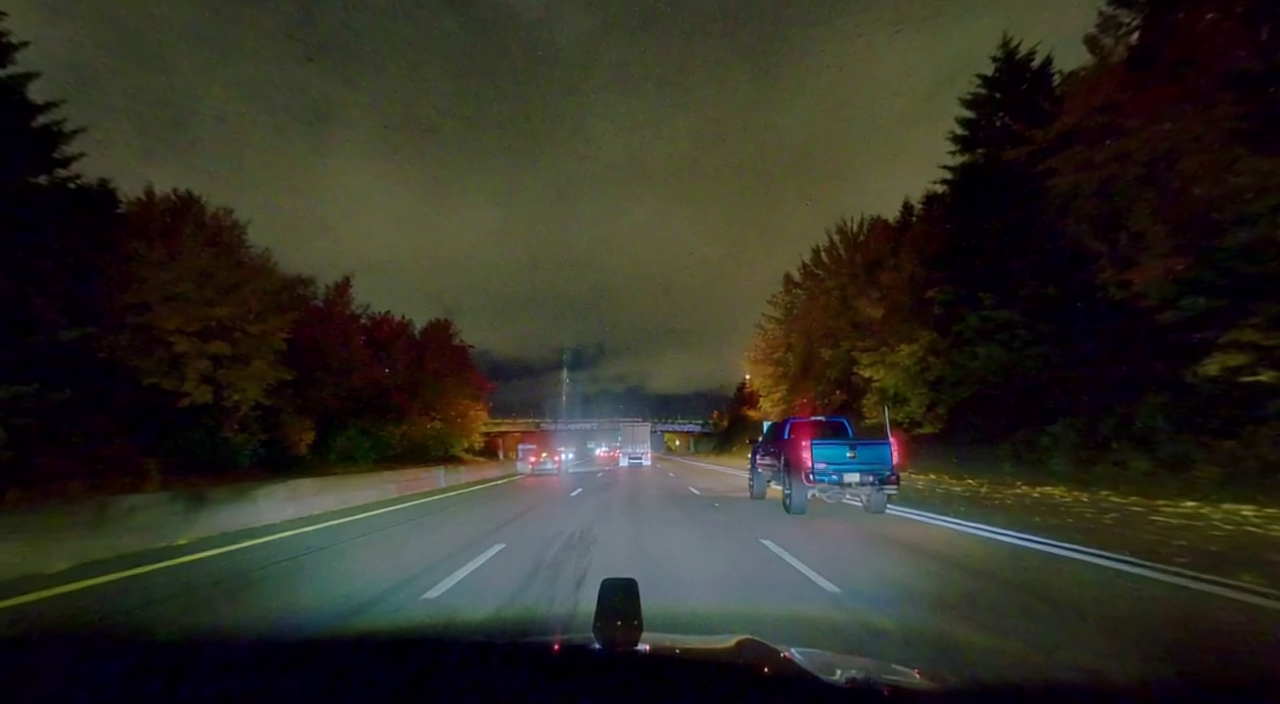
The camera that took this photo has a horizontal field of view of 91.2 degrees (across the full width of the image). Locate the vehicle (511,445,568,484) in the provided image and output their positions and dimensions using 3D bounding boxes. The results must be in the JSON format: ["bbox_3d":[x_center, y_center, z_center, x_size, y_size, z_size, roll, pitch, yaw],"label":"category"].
[{"bbox_3d":[-4.305,4.874,27.384,1.892,1.529,3.996,0,-9,-1],"label":"vehicle"}]
